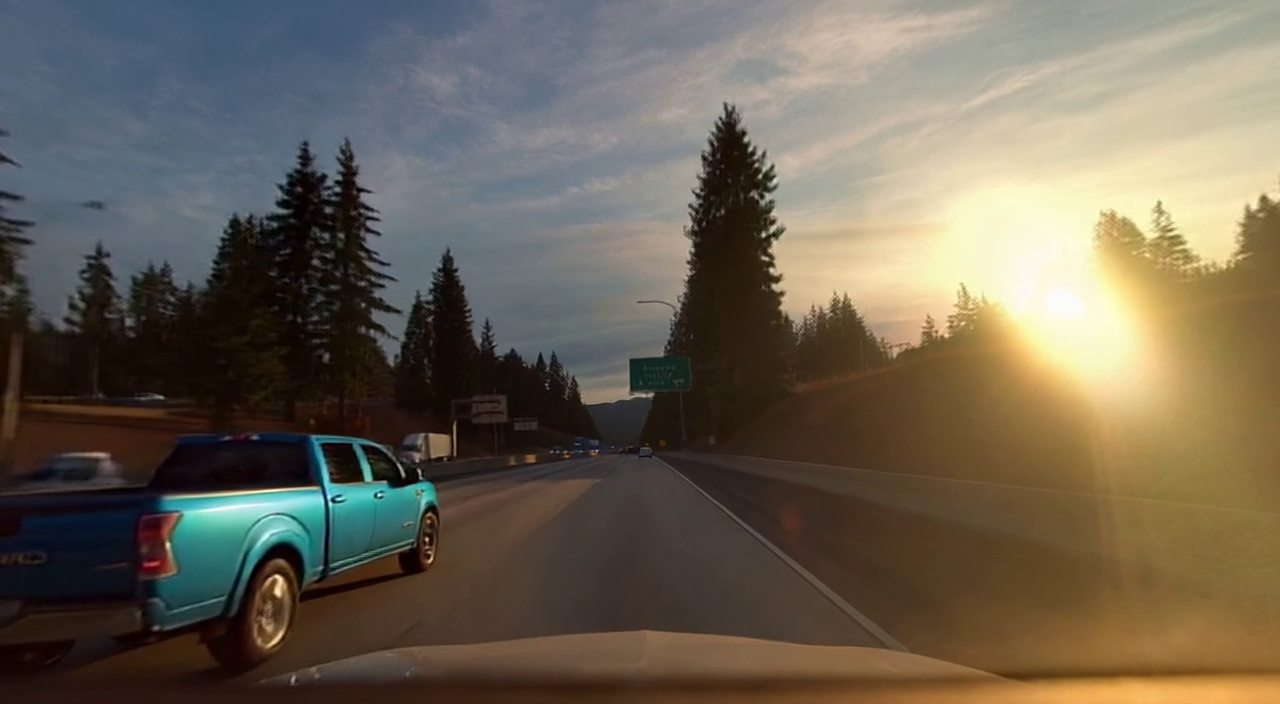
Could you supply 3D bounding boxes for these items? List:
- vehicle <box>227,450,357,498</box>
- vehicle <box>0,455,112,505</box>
[{"bbox_3d":[-14.779,5.177,27.321,2.297,1.762,5.728,0,-8,1],"label":"vehicle"},{"bbox_3d":[-23.292,4.840,23.931,2.056,1.728,5.167,-3,-9,0],"label":"vehicle"}]
